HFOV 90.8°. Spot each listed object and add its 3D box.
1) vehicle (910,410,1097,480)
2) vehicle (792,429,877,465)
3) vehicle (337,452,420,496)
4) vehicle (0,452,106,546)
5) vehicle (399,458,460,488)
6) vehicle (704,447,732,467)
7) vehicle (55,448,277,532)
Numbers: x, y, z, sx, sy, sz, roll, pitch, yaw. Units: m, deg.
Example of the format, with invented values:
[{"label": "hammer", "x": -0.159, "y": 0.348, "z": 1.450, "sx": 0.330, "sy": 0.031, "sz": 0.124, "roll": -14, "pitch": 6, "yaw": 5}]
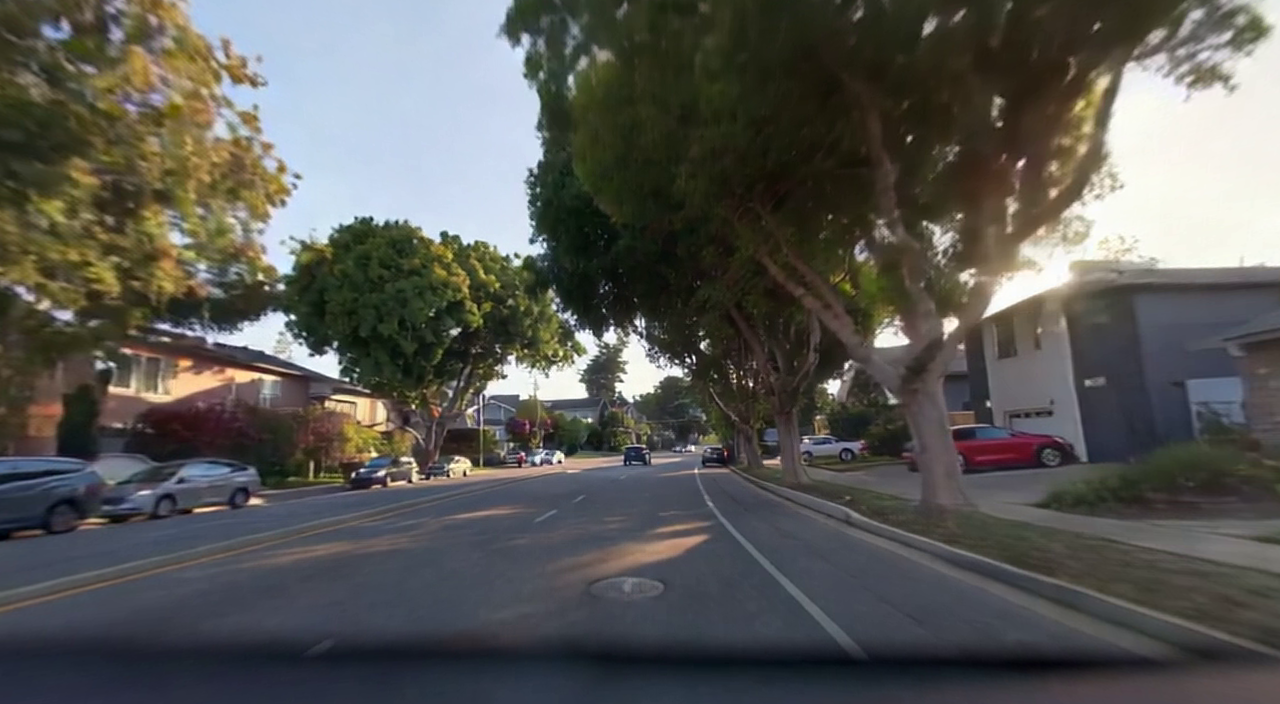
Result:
[{"label": "vehicle", "x": 10.918, "y": 2.843, "z": 19.255, "sx": 4.383, "sy": 1.602, "sz": 1.920, "roll": -6, "pitch": -9, "yaw": 1}, {"label": "vehicle", "x": 11.872, "y": 5.818, "z": 38.787, "sx": 4.463, "sy": 1.765, "sz": 1.960, "roll": -5, "pitch": -8, "yaw": -1}, {"label": "vehicle", "x": -13.260, "y": 6.151, "z": 32.305, "sx": 2.009, "sy": 1.789, "sz": 4.449, "roll": -8, "pitch": -9, "yaw": 4}, {"label": "vehicle", "x": -14.224, "y": 3.090, "z": 12.718, "sx": 2.157, "sy": 1.882, "sz": 5.479, "roll": -5, "pitch": -9, "yaw": 1}, {"label": "vehicle", "x": -12.563, "y": 7.225, "z": 37.966, "sx": 1.695, "sy": 1.423, "sz": 4.371, "roll": -7, "pitch": -10, "yaw": 6}, {"label": "vehicle", "x": 5.938, "y": 7.966, "z": 48.124, "sx": 2.016, "sy": 1.477, "sz": 4.207, "roll": -1, "pitch": -9, "yaw": 6}, {"label": "vehicle", "x": -13.952, "y": 4.017, "z": 19.283, "sx": 2.114, "sy": 1.931, "sz": 5.936, "roll": -6, "pitch": -9, "yaw": 2}]
